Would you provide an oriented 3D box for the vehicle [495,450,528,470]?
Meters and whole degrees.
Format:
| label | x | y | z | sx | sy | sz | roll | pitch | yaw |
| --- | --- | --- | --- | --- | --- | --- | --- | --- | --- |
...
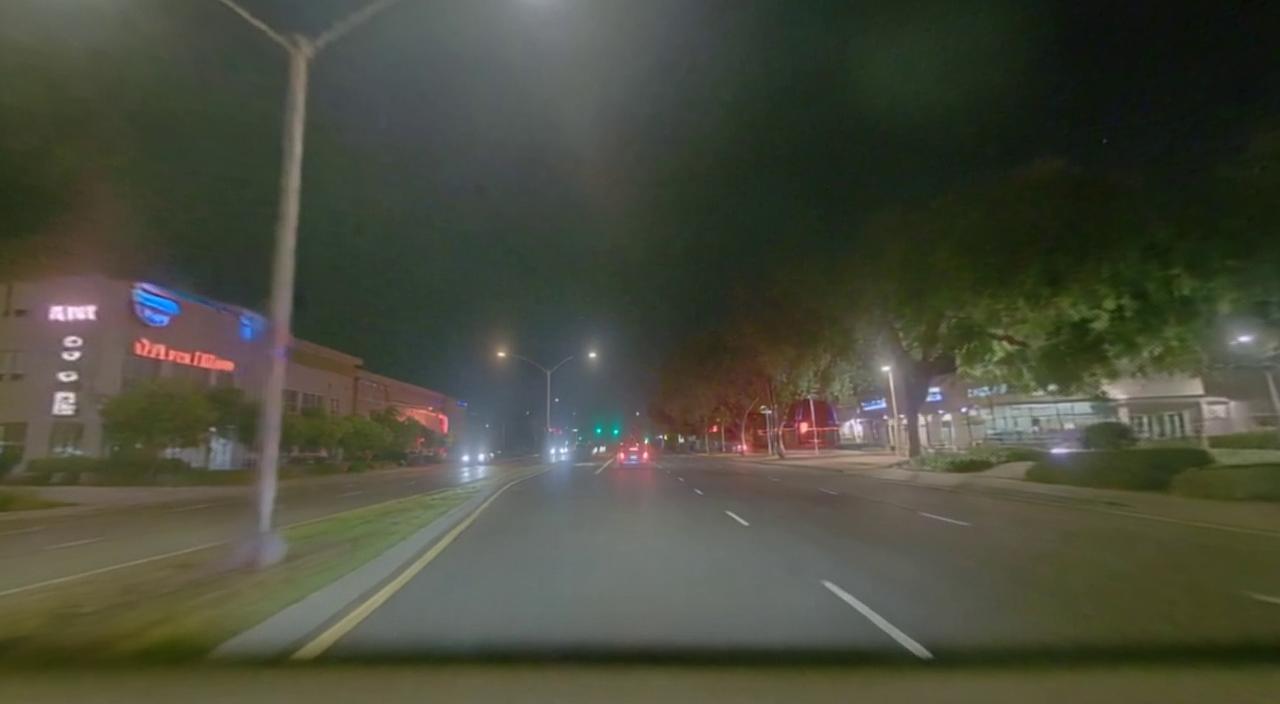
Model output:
| label | x | y | z | sx | sy | sz | roll | pitch | yaw |
| --- | --- | --- | --- | --- | --- | --- | --- | --- | --- |
| vehicle | -10.049 | 8.452 | 49.535 | 1.795 | 1.426 | 4.216 | 0 | -8 | 0 |

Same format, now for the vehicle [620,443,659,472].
| label | x | y | z | sx | sy | sz | roll | pitch | yaw |
| --- | --- | --- | --- | --- | --- | --- | --- | --- | --- |
| vehicle | -0.091 | 5.684 | 34.030 | 1.998 | 1.452 | 3.773 | 0 | -8 | -2 |
